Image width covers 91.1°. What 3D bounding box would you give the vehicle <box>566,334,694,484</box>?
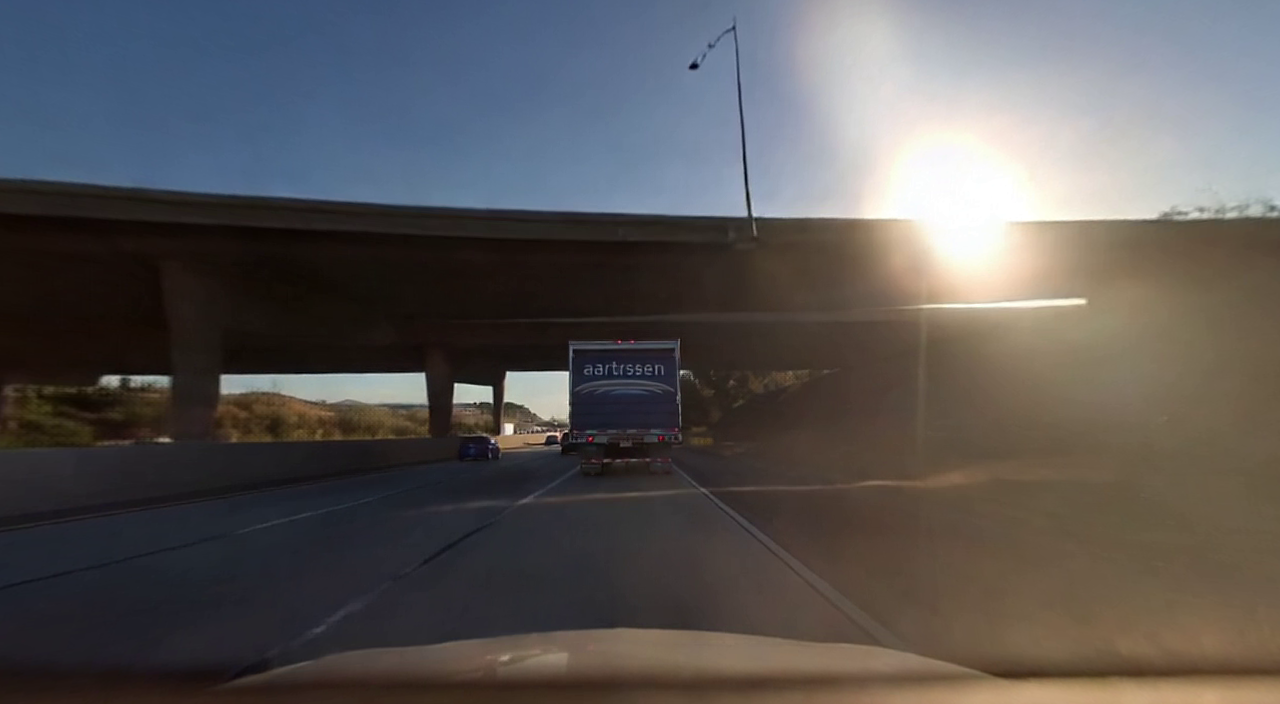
[{"bbox_3d":[-0.305,2.246,22.550,3.442,4.106,10.719,0,-8,0],"label":"vehicle"}]

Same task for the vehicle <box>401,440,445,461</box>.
[{"bbox_3d":[-16.381,7.464,47.735,1.884,1.465,3.988,0,-8,0],"label":"vehicle"}]

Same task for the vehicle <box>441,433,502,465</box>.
[{"bbox_3d":[-8.450,4.881,31.852,1.940,1.488,3.976,0,-8,0],"label":"vehicle"}]

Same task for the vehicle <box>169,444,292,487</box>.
[{"bbox_3d":[-16.173,4.458,25.157,1.880,1.506,4.531,0,-8,0],"label":"vehicle"}]

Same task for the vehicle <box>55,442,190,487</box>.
[{"bbox_3d":[-19.908,4.290,24.429,1.829,1.546,4.004,0,-8,0],"label":"vehicle"}]

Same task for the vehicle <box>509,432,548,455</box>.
[{"bbox_3d":[-8.065,6.672,45.917,1.981,1.574,4.561,0,-8,1],"label":"vehicle"}]
